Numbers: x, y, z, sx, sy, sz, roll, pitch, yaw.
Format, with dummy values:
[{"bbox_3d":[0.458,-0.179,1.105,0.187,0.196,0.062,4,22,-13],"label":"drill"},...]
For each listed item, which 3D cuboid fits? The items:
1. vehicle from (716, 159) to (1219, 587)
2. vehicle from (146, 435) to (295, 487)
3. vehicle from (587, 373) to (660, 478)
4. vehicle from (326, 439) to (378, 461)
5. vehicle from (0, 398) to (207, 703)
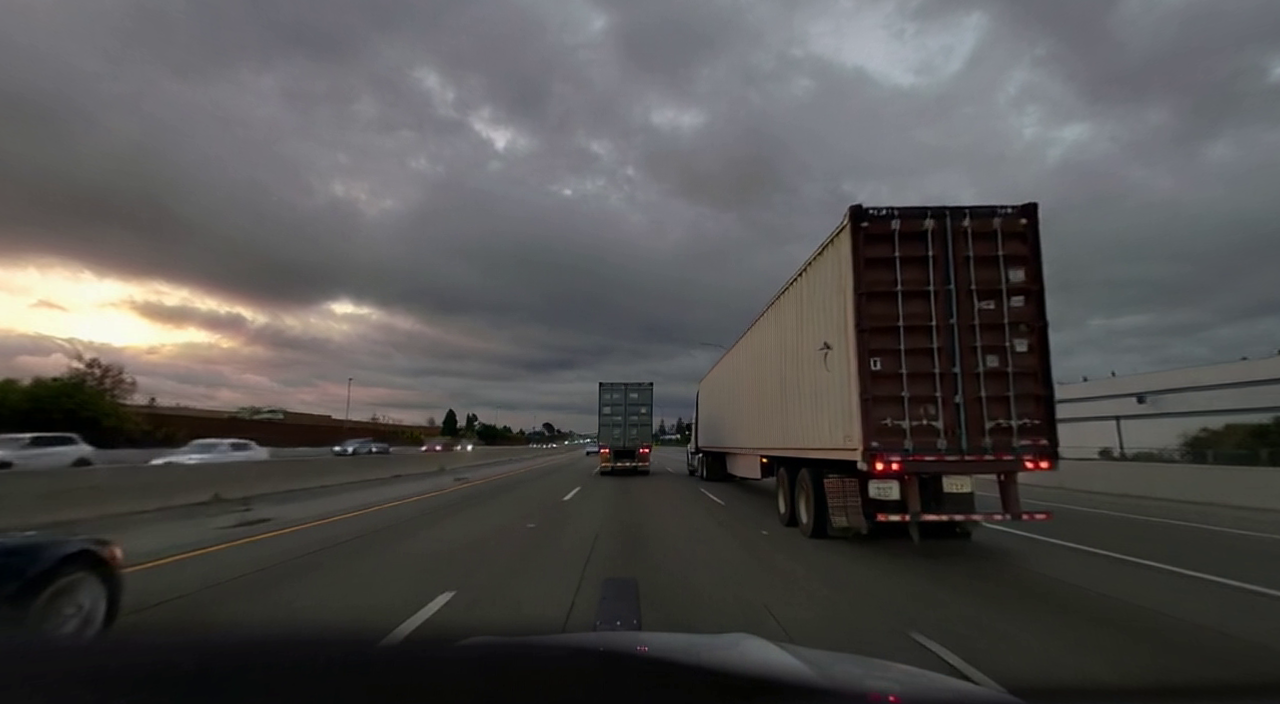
[{"bbox_3d":[3.759,1.036,12.307,2.803,4.072,12.744,0,-9,-1],"label":"vehicle"},{"bbox_3d":[-13.083,3.411,20.133,1.814,1.449,4.409,0,-9,-2],"label":"vehicle"},{"bbox_3d":[-0.524,3.778,30.985,2.841,4.071,12.046,-1,-9,1],"label":"vehicle"},{"bbox_3d":[-21.901,7.480,48.341,2.037,1.630,4.440,0,-9,-2],"label":"vehicle"},{"bbox_3d":[-3.777,0.796,1.708,1.994,1.471,4.591,0,-9,-1],"label":"vehicle"}]
